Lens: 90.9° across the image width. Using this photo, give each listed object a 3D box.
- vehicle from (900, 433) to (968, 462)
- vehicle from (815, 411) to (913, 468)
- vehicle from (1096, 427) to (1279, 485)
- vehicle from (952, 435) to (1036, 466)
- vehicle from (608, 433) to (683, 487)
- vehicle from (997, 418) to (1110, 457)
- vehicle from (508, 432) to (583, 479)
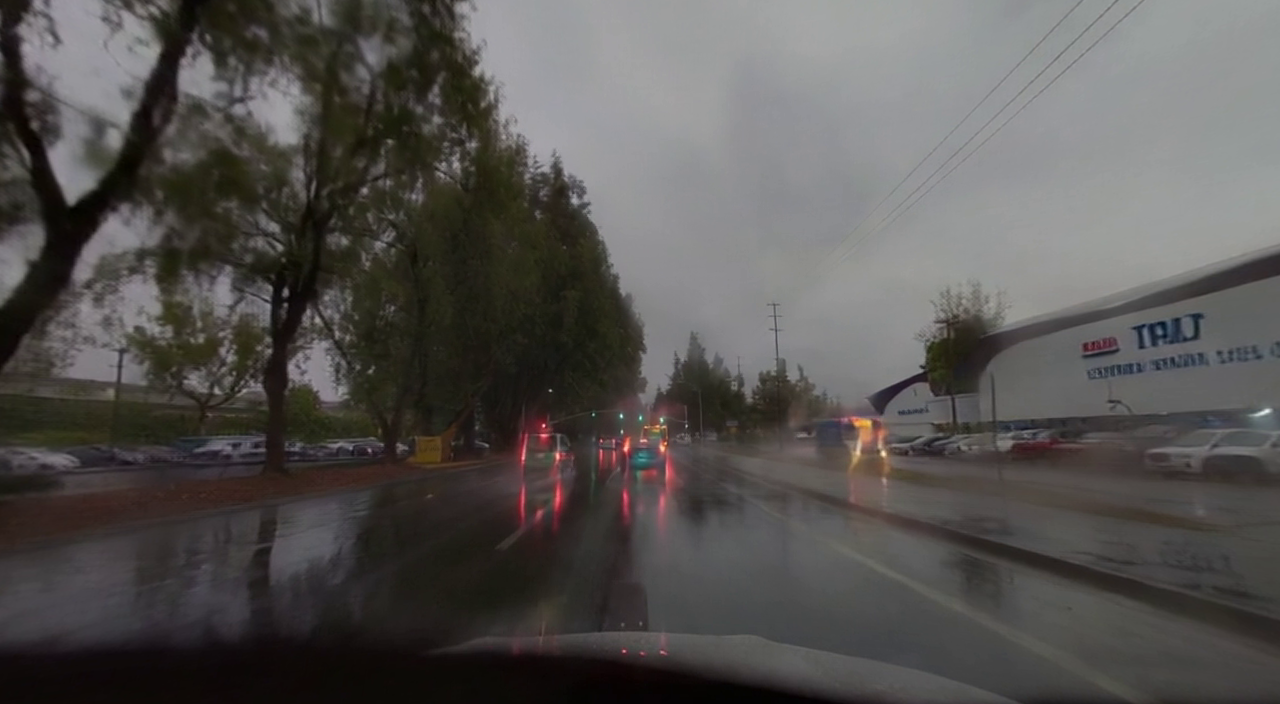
[{"bbox_3d":[18.288,5.969,39.527,1.841,1.680,4.842,0,-9,-1],"label":"vehicle"},{"bbox_3d":[11.555,4.646,33.213,2.754,2.711,6.196,0,-9,0],"label":"vehicle"},{"bbox_3d":[18.484,3.520,21.591,1.965,1.749,4.838,0,-9,-2],"label":"vehicle"},{"bbox_3d":[18.475,5.172,33.165,1.826,1.532,4.290,0,-9,-1],"label":"vehicle"},{"bbox_3d":[0.109,3.370,19.920,2.123,1.498,4.226,0,-9,-1],"label":"vehicle"},{"bbox_3d":[23.765,5.023,36.685,2.225,2.013,6.379,0,-9,-1],"label":"vehicle"},{"bbox_3d":[-3.565,4.013,24.642,2.148,1.636,4.199,0,-9,2],"label":"vehicle"}]
